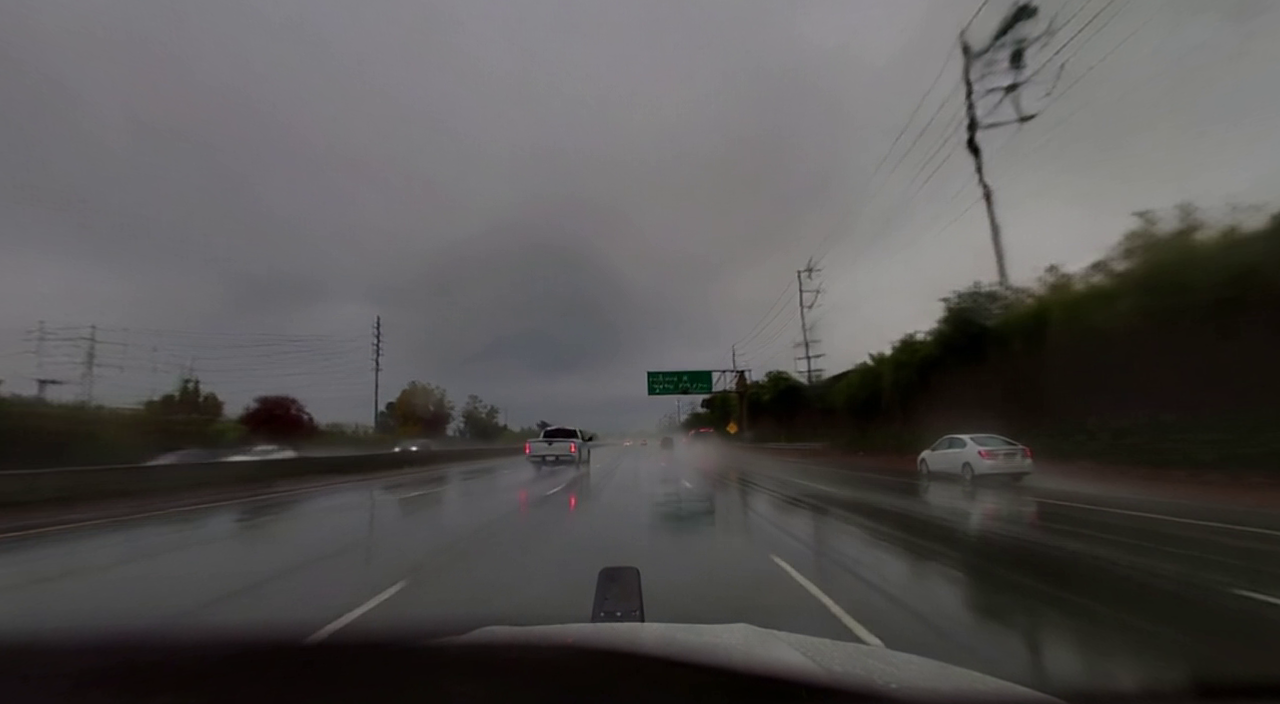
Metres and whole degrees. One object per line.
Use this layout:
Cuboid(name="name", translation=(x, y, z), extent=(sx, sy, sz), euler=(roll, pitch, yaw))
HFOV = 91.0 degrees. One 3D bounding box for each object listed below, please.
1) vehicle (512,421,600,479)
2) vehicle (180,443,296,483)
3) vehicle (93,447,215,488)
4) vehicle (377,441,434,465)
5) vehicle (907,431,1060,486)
Cuboid(name="vehicle", translation=(-3.159, 3.930, 25.294), extent=(2.508, 2.023, 6.176), euler=(0, -9, 2))
Cuboid(name="vehicle", translation=(-18.114, 4.997, 28.687), extent=(2.145, 1.623, 4.693), euler=(0, -9, 0))
Cuboid(name="vehicle", translation=(-21.901, 5.187, 28.638), extent=(1.892, 1.704, 4.500), euler=(0, -9, 0))
Cuboid(name="vehicle", translation=(-17.874, 7.728, 48.333), extent=(2.245, 1.774, 5.296), euler=(0, -9, 1))
Cuboid(name="vehicle", translation=(10.396, 3.256, 19.560), extent=(2.076, 1.470, 4.644), euler=(0, -9, -1))
